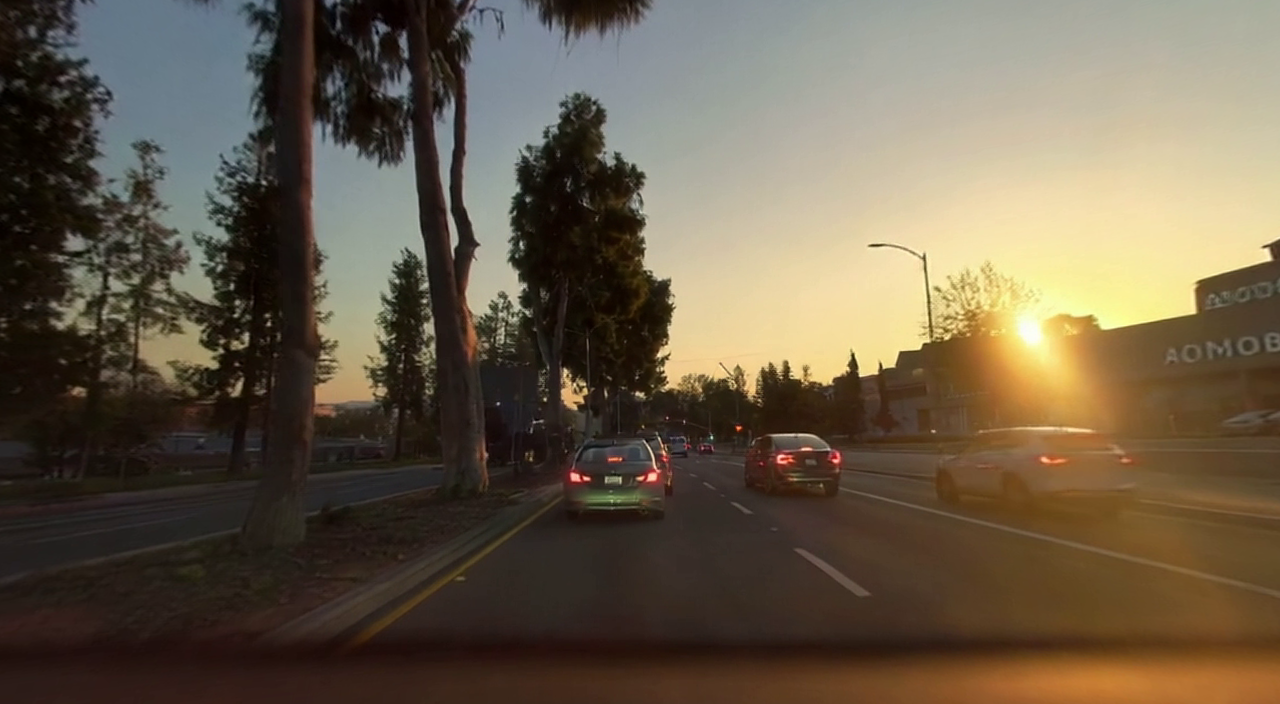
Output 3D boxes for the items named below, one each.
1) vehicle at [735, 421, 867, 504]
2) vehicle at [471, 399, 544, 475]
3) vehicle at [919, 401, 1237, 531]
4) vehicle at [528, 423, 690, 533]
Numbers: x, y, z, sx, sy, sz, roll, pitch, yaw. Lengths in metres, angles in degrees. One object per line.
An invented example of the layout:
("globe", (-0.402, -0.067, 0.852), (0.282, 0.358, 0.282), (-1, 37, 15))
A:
("vehicle", (3.814, 2.719, 15.831), (2.090, 1.763, 4.560), (0, -8, 0))
("vehicle", (-8.053, 5.338, 39.082), (3.043, 4.303, 6.343), (0, -8, 1))
("vehicle", (7.680, 2.079, 11.976), (2.425, 1.936, 5.081), (0, -8, 1))
("vehicle", (-0.437, 2.116, 11.102), (2.315, 1.563, 4.080), (0, -8, 0))
